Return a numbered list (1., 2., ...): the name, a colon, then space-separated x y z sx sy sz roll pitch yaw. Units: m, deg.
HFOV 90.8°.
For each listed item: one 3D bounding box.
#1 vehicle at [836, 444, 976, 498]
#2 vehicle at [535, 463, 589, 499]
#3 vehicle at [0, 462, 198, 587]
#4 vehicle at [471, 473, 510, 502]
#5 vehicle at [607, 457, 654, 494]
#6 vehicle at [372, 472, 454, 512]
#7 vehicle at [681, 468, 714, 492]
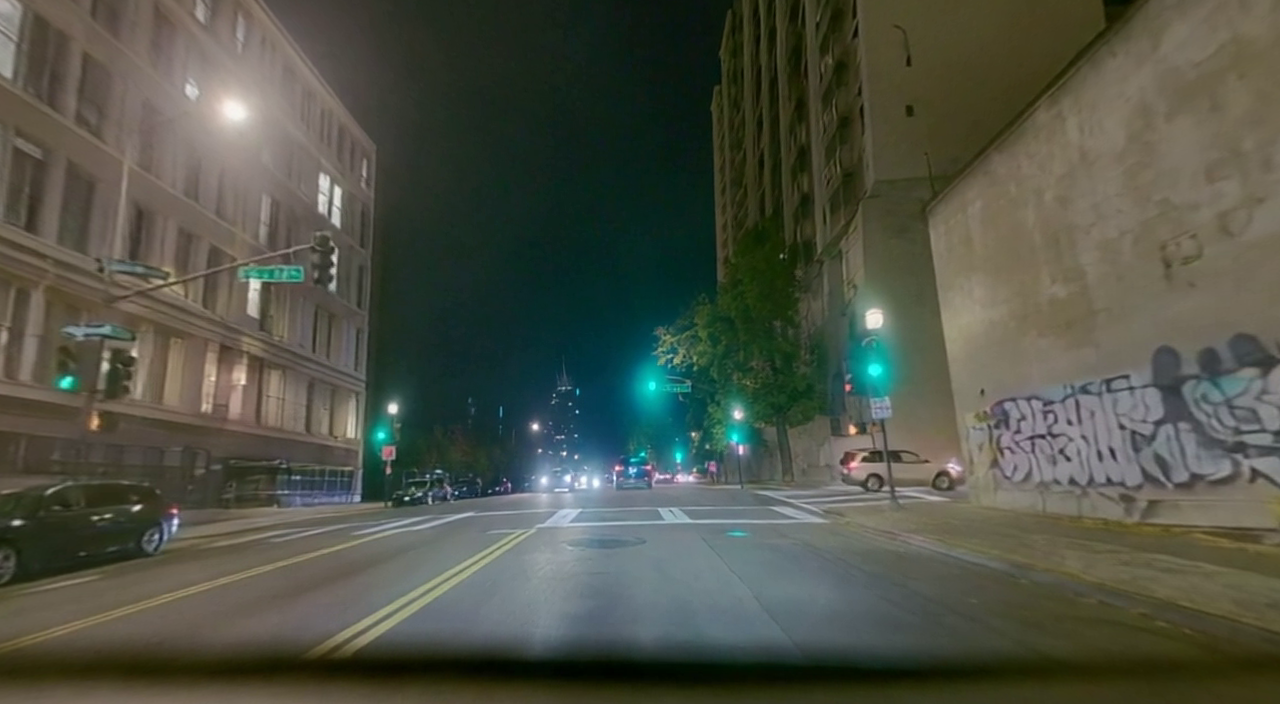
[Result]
1. vehicle: 9.623 4.229 22.919 4.292 1.761 2.207 3 -9 -22
2. vehicle: -3.885 6.539 32.248 2.095 1.447 4.202 -4 -8 0
3. vehicle: -10.669 3.003 11.251 2.199 1.717 4.888 -5 -8 -1
4. vehicle: -10.865 9.861 46.105 1.859 1.780 3.947 0 -8 1
5. vehicle: -0.431 6.012 31.143 2.166 1.579 4.300 0 -8 0
6. vehicle: -10.359 6.409 29.246 2.070 1.476 4.508 0 -8 1
7. vehicle: 4.164 9.377 46.460 1.957 1.471 4.307 0 -8 -1
